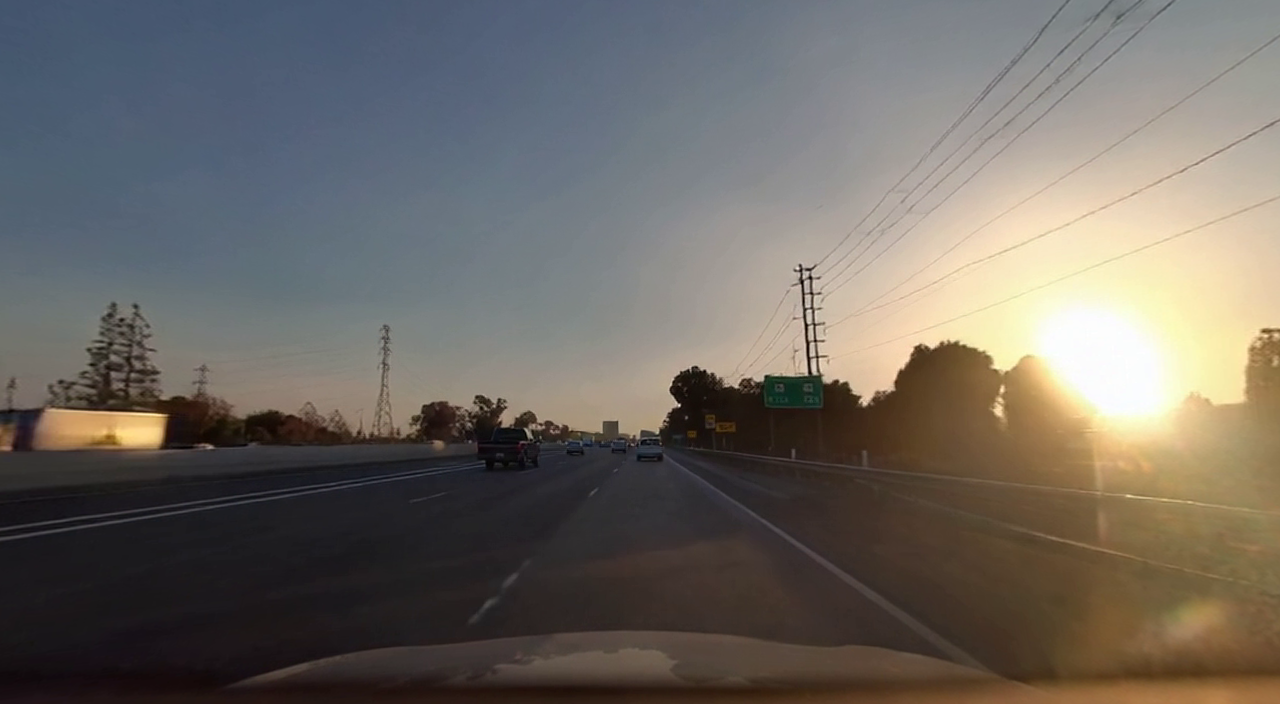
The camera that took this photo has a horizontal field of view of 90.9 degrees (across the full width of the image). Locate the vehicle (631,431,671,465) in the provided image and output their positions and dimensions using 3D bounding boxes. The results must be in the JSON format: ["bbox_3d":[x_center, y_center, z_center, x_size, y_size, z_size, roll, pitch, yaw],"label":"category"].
[{"bbox_3d":[0.664,6.146,40.578,2.448,2.025,5.193,0,-8,0],"label":"vehicle"}]

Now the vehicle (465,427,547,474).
[{"bbox_3d":[-6.243,4.693,30.362,2.460,1.992,6.474,0,-8,1],"label":"vehicle"}]

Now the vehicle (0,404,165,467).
[{"bbox_3d":[-43.274,6.333,47.212,2.888,4.056,15.771,0,-8,1],"label":"vehicle"}]
